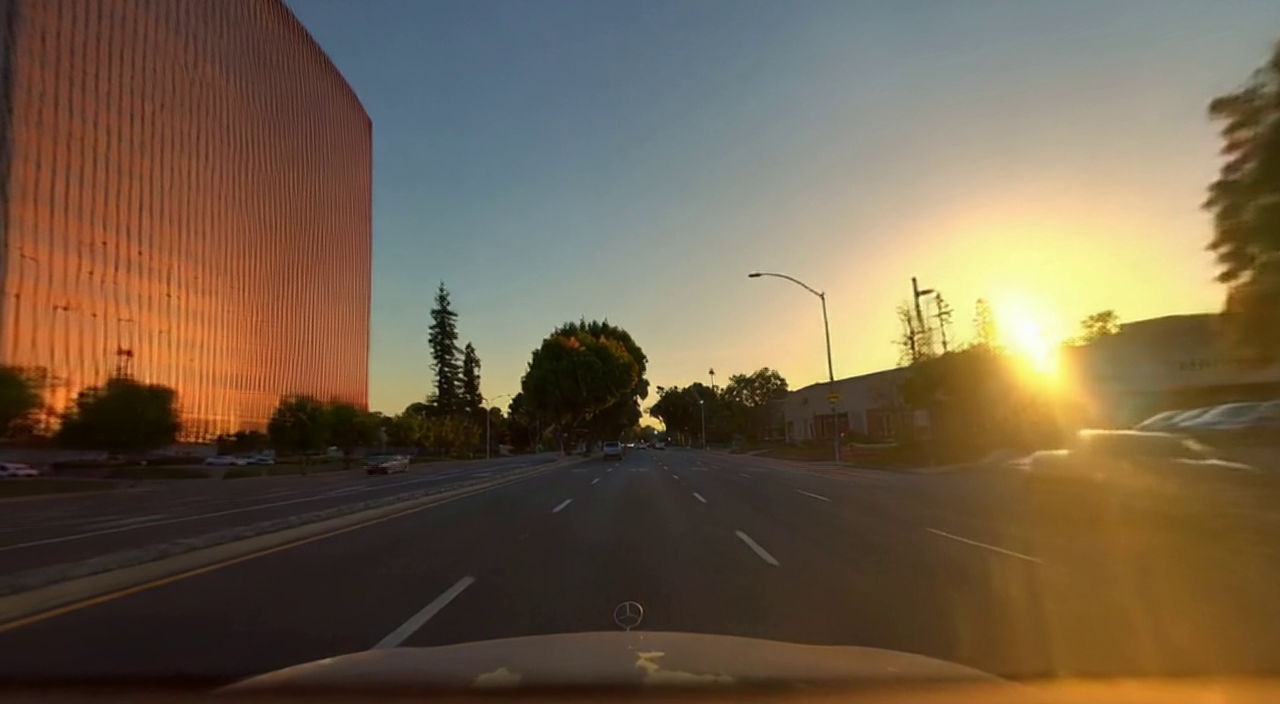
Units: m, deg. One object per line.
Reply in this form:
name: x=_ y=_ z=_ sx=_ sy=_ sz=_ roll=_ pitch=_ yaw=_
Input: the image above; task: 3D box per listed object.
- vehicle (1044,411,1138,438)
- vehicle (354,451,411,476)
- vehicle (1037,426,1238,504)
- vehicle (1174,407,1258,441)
vehicle: x=30.260 y=4.929 z=42.317 sx=1.979 sy=1.592 sz=4.711 roll=4 pitch=-9 yaw=-23
vehicle: x=-17.232 y=7.492 z=42.277 sx=1.961 sy=1.525 sz=4.332 roll=0 pitch=-9 yaw=1
vehicle: x=12.768 y=2.832 z=16.072 sx=5.061 sy=1.696 sz=2.129 roll=5 pitch=-10 yaw=-29
vehicle: x=28.304 y=3.607 z=31.033 sx=1.797 sy=1.498 sz=4.412 roll=-4 pitch=-9 yaw=26
